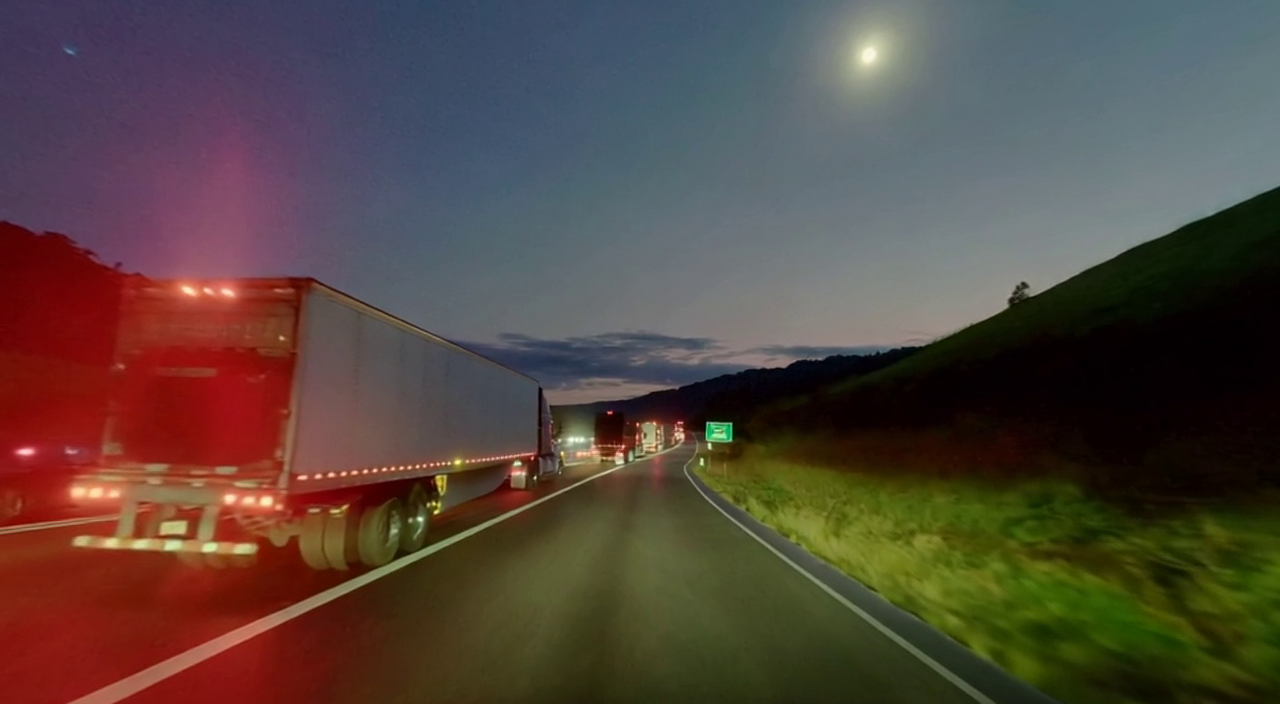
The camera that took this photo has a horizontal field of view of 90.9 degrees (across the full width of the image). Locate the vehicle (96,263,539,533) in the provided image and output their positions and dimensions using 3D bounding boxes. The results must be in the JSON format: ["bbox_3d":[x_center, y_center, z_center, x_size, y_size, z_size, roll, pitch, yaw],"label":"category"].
[{"bbox_3d":[-6.005,1.738,16.664,2.848,4.067,14.314,-1,-9,6],"label":"vehicle"}]

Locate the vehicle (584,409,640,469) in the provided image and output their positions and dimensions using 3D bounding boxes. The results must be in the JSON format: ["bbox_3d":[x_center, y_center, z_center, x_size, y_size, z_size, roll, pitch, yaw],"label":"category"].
[{"bbox_3d":[-1.616,5.804,41.531,2.968,3.439,10.174,0,-9,1],"label":"vehicle"}]
